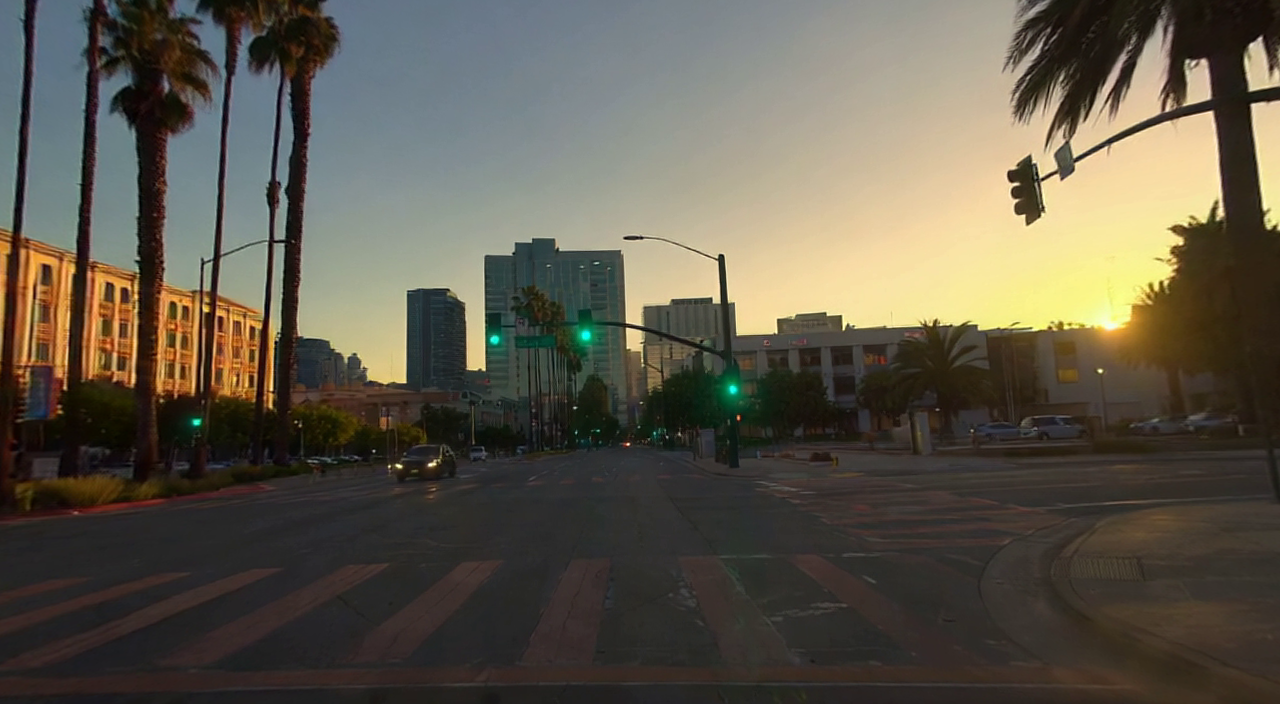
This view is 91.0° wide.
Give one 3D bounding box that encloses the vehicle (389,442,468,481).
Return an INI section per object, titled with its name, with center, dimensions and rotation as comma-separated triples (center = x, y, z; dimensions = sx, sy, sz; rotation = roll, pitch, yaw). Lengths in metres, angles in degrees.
[vehicle]
center = -10.742, 5.587, 32.366
dimensions = 2.270, 1.833, 4.860
rotation = 0, -9, 1
